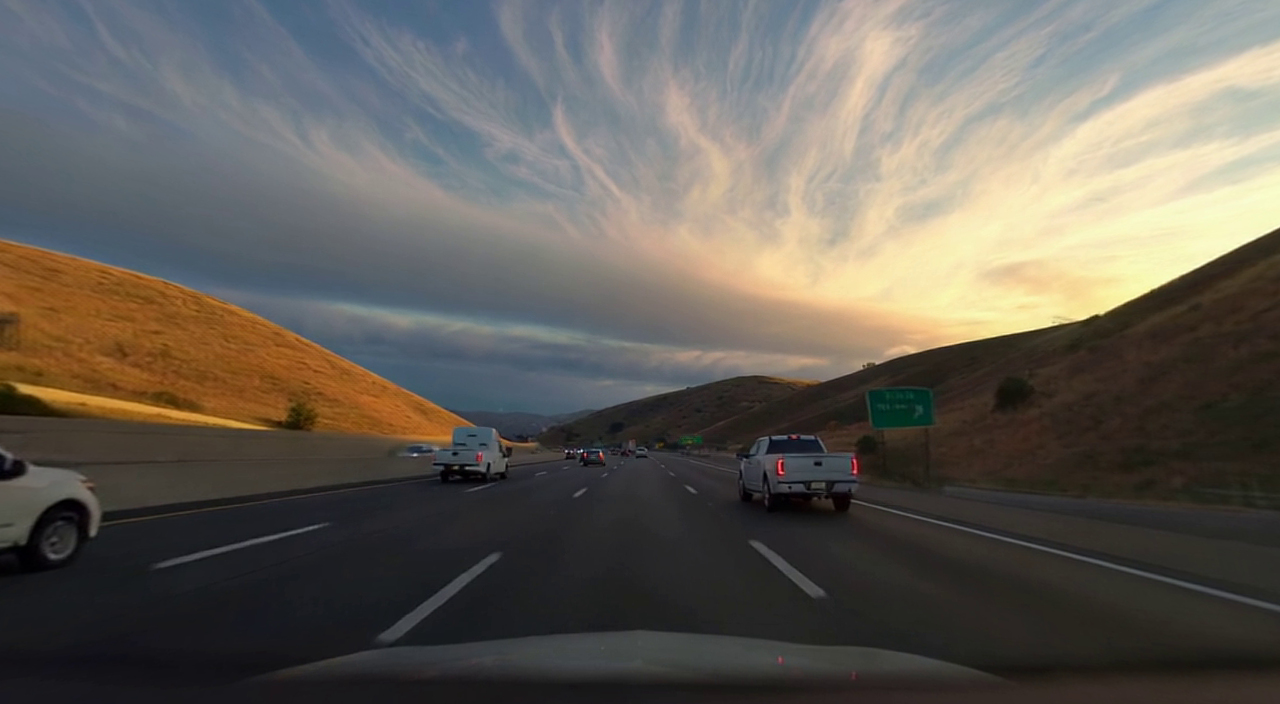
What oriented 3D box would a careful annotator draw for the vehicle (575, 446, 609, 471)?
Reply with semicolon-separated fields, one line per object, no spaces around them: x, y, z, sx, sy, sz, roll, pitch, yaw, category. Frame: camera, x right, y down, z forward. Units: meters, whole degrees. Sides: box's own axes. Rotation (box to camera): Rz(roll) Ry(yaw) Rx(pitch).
-3.236;7.252;43.194;2.009;1.593;4.378;0;-9;0;vehicle

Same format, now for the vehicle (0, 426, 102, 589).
-7.124;1.279;4.676;1.935;1.550;4.883;0;-9;0;vehicle

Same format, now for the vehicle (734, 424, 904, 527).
3.492;2.531;13.457;2.231;1.789;4.700;0;-9;0;vehicle

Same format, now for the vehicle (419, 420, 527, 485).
-7.111;4.443;27.992;2.937;2.509;7.090;0;-9;-1;vehicle
